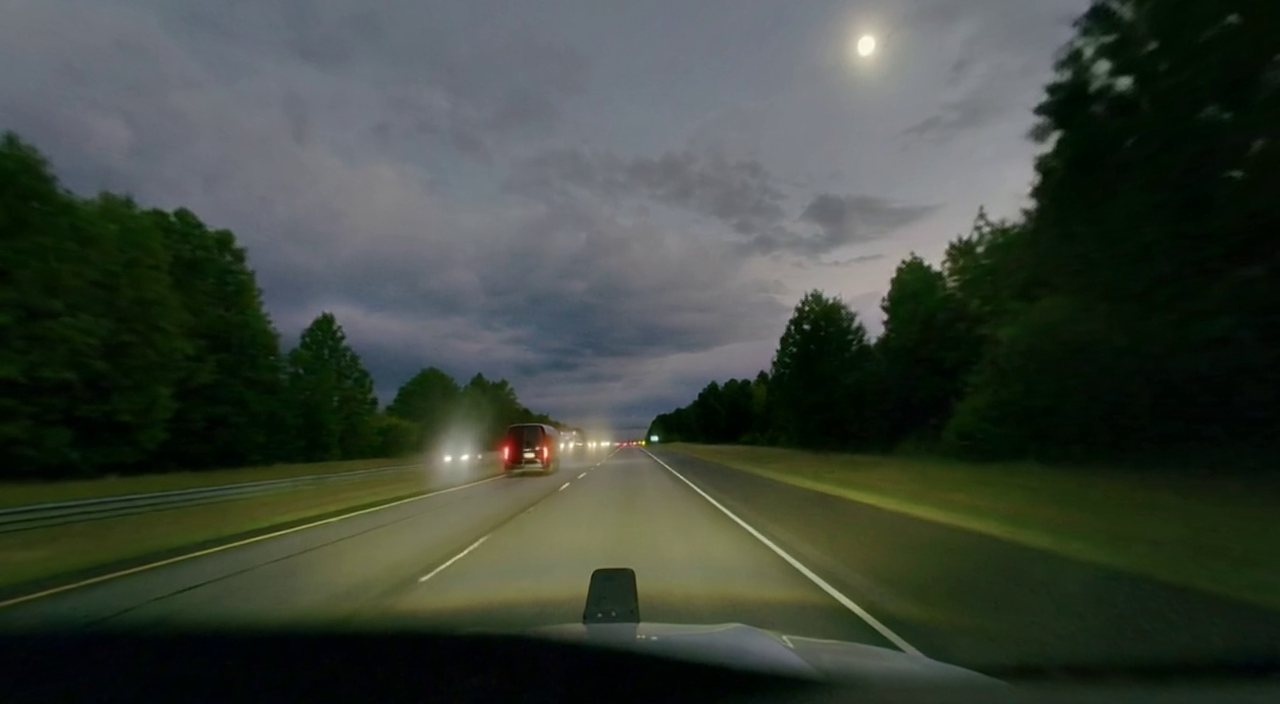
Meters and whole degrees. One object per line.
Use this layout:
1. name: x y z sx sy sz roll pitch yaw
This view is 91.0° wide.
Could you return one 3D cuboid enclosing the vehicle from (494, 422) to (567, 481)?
1. vehicle: -4.094 3.803 24.318 1.976 2.029 4.737 -1 -8 0
